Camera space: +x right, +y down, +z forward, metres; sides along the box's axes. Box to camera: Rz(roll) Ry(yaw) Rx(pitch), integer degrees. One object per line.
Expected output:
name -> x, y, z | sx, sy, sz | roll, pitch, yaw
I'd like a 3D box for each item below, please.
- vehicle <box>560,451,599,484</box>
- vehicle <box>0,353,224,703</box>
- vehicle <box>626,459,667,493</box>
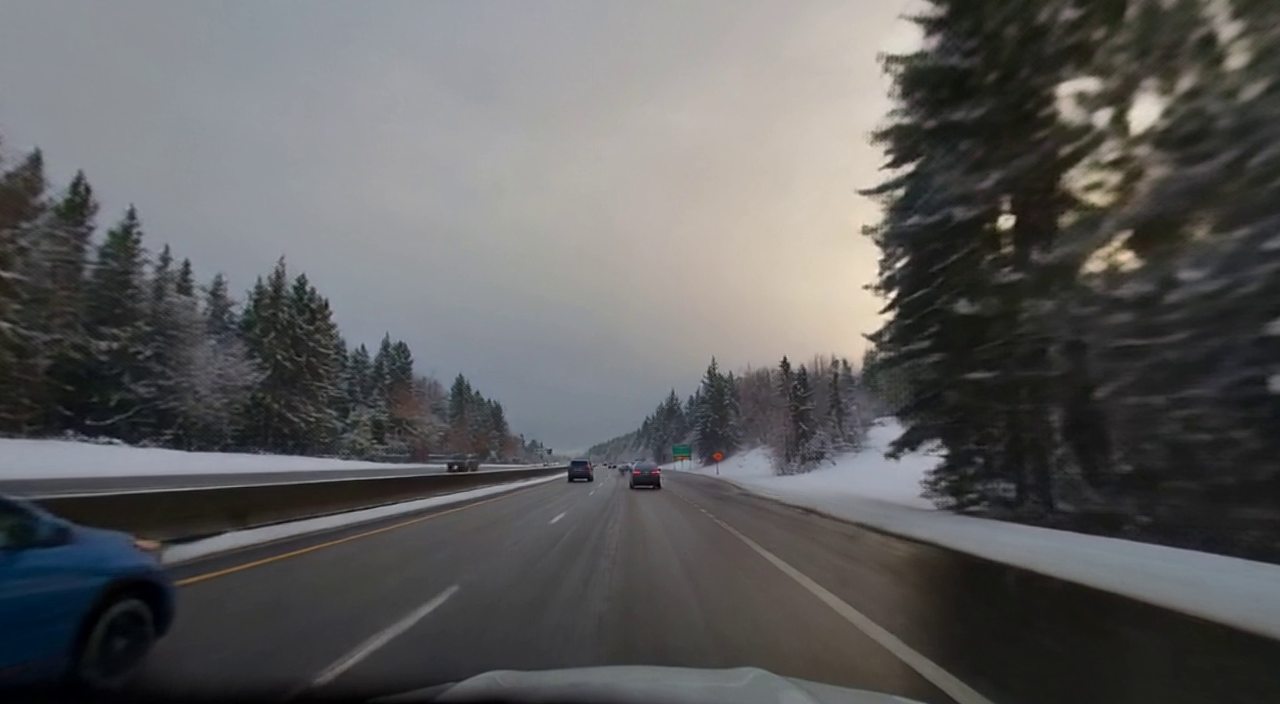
vehicle -> -4.168, 8.106, 44.306 | 2.237, 2.113, 4.815 | 1, -10, 0
vehicle -> -3.628, 0.638, 1.353 | 2.176, 1.678, 4.724 | 1, -10, 0
vehicle -> 0.263, 6.167, 31.447 | 1.905, 1.559, 3.491 | 1, -10, -1
